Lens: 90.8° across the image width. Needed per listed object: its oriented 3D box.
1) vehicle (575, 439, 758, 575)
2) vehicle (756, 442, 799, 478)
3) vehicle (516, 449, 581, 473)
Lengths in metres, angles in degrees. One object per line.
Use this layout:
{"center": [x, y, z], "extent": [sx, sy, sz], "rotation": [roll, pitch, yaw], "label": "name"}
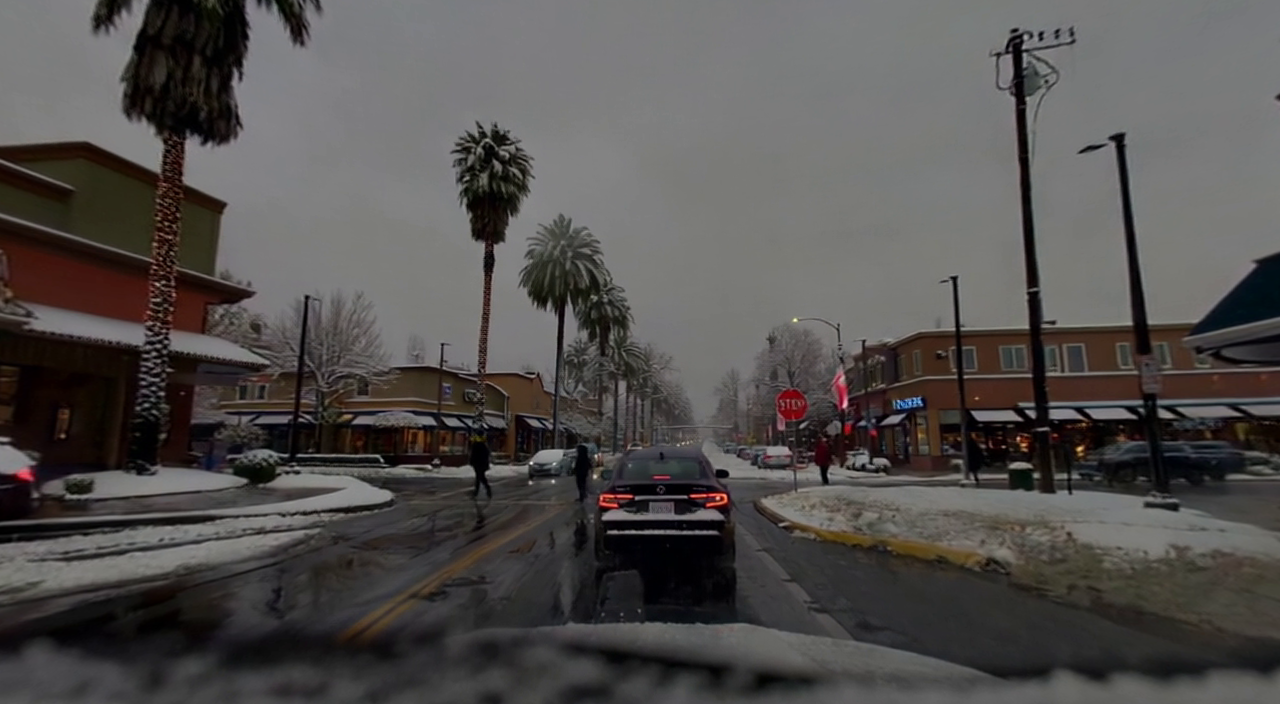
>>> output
{"center": [0.444, 2.030, 9.081], "extent": [2.031, 1.479, 3.969], "rotation": [-1, -9, 5], "label": "vehicle"}
{"center": [9.418, 7.373, 43.270], "extent": [2.467, 2.369, 1.577], "rotation": [5, -10, -36], "label": "vehicle"}
{"center": [-6.915, 8.231, 47.949], "extent": [4.529, 1.682, 1.895], "rotation": [6, -11, -36], "label": "vehicle"}
